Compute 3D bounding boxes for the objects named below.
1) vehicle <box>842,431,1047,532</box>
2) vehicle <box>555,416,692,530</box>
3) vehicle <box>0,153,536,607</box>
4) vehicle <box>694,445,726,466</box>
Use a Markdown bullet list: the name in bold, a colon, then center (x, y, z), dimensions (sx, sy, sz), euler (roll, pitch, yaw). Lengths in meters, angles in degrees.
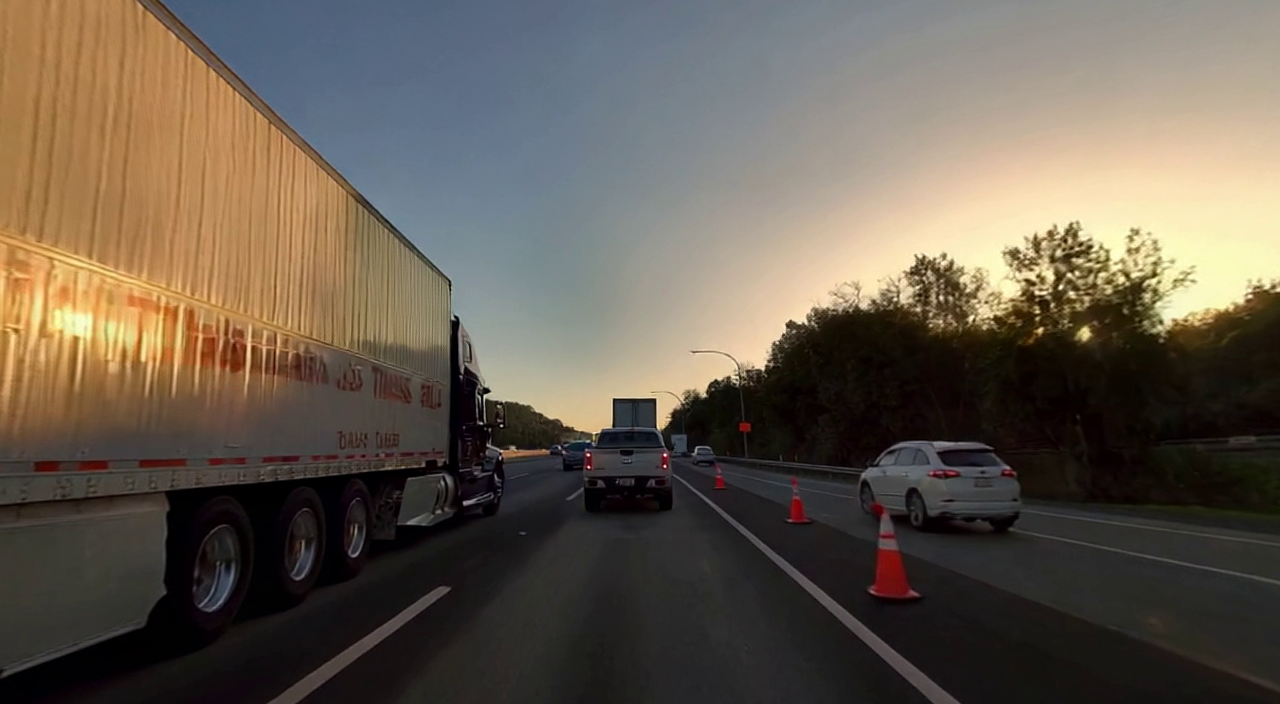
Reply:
- **vehicle**: center (5.502, 2.363, 12.061), dimensions (1.937, 1.601, 3.798), euler (0, -9, -1)
- **vehicle**: center (-0.288, 2.205, 11.955), dimensions (2.152, 1.779, 3.924), euler (0, -9, -1)
- **vehicle**: center (-3.754, 0.750, 9.463), dimensions (2.990, 3.885, 8.243), euler (0, -9, 0)
- **vehicle**: center (5.361, 8.000, 48.957), dimensions (1.918, 1.479, 4.571), euler (0, -9, 0)
